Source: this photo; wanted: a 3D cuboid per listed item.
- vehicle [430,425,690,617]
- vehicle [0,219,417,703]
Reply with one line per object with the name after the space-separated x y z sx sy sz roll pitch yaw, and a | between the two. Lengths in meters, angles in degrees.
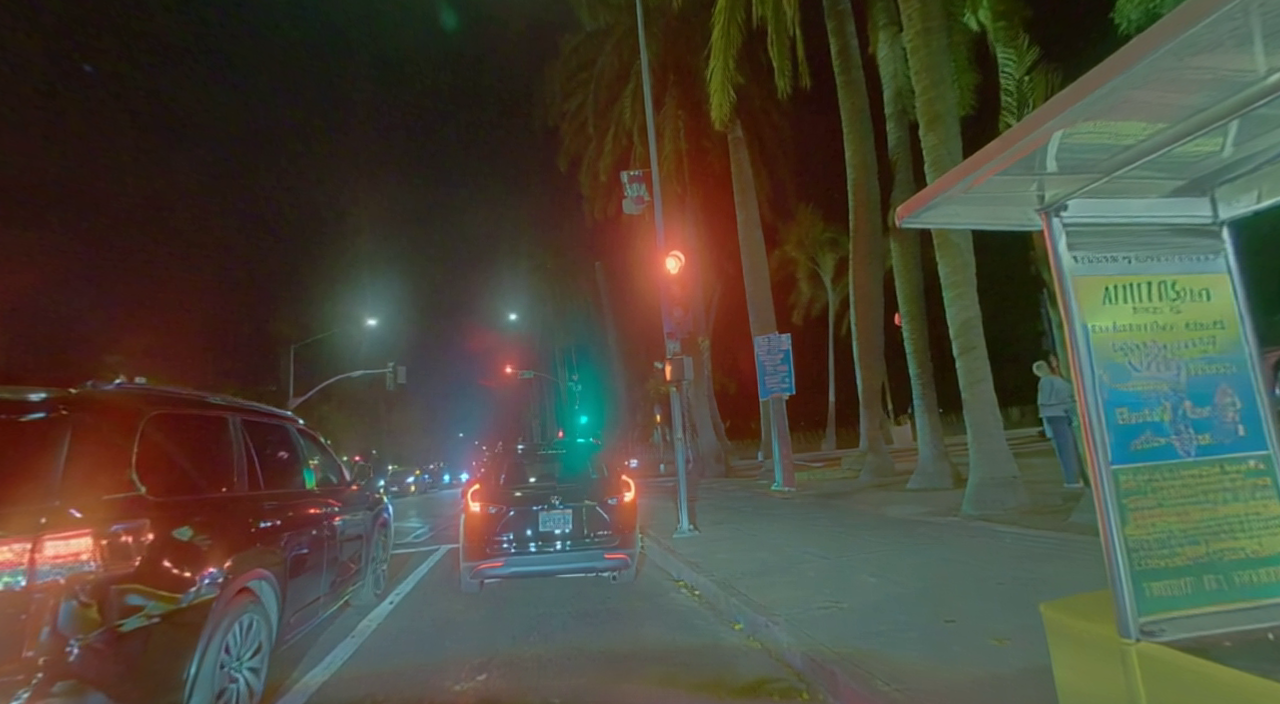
-1.024 1.652 7.240 2.065 1.467 4.289 2 -9 -11 | vehicle
-2.765 0.905 3.221 2.098 1.851 4.571 1 -9 -7 | vehicle
